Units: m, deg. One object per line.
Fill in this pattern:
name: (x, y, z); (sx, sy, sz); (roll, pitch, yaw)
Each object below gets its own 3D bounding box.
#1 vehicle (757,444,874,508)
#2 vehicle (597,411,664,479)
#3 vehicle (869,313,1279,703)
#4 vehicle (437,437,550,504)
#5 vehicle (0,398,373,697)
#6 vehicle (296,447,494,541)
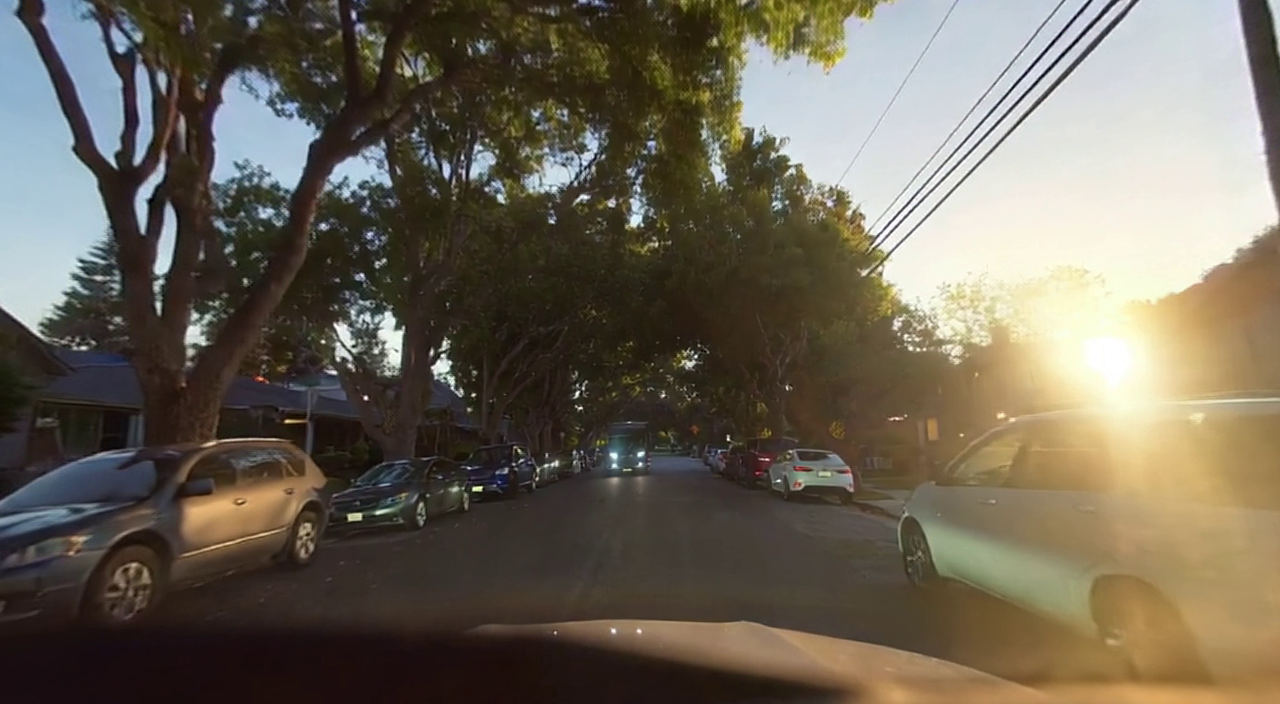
vehicle: (4.515, 3.230, 17.002); (1.813, 1.468, 4.267); (0, -8, -2)
vehicle: (-0.282, 4.495, 30.482); (2.716, 2.887, 6.781); (-1, -8, 4)
vehicle: (3.590, 1.119, 4.513); (2.182, 1.900, 4.779); (0, -8, 1)
vehicle: (-4.343, 3.576, 19.748); (2.002, 1.781, 5.380); (0, -8, 3)
vehicle: (-4.925, 1.560, 6.431); (2.203, 1.815, 4.972); (0, -8, 0)
vehicle: (-4.540, 2.659, 12.670); (1.861, 1.474, 4.749); (0, -8, 3)
